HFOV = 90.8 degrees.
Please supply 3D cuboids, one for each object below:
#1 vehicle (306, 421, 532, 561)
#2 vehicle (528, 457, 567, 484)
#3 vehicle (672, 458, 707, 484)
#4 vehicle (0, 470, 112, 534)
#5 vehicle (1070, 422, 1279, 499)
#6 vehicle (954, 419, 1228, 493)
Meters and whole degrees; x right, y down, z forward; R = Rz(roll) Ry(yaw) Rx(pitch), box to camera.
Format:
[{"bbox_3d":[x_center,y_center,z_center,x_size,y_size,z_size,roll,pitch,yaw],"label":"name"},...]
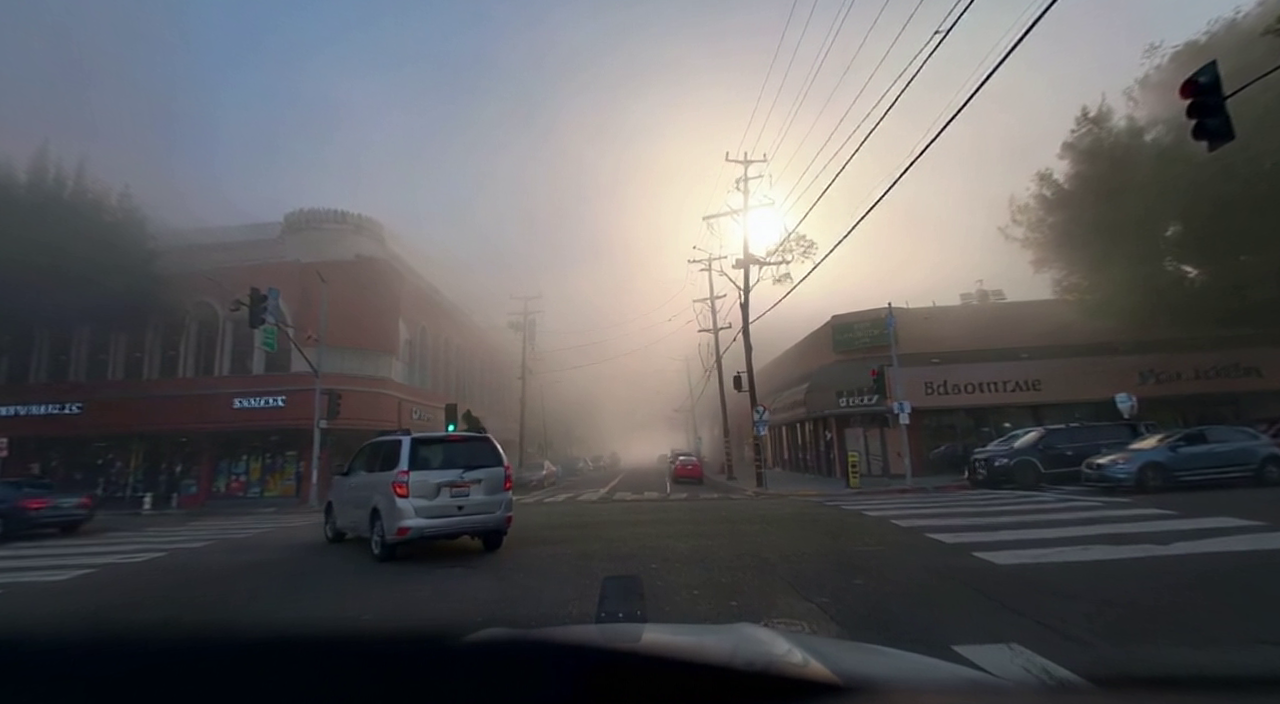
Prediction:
[{"bbox_3d":[-4.105,2.312,11.239,2.440,1.882,4.611,6,-12,-36],"label":"vehicle"},{"bbox_3d":[-6.408,8.268,44.159,2.044,1.711,4.048,0,-9,0],"label":"vehicle"},{"bbox_3d":[3.044,7.438,39.722,2.062,1.526,3.989,0,-9,2],"label":"vehicle"},{"bbox_3d":[-16.541,3.725,15.946,4.666,1.400,2.050,-1,-9,4],"label":"vehicle"},{"bbox_3d":[13.352,2.485,14.821,4.815,1.501,2.157,-3,-9,2],"label":"vehicle"},{"bbox_3d":[12.307,2.901,17.674,5.716,1.894,2.433,0,-9,1],"label":"vehicle"}]
